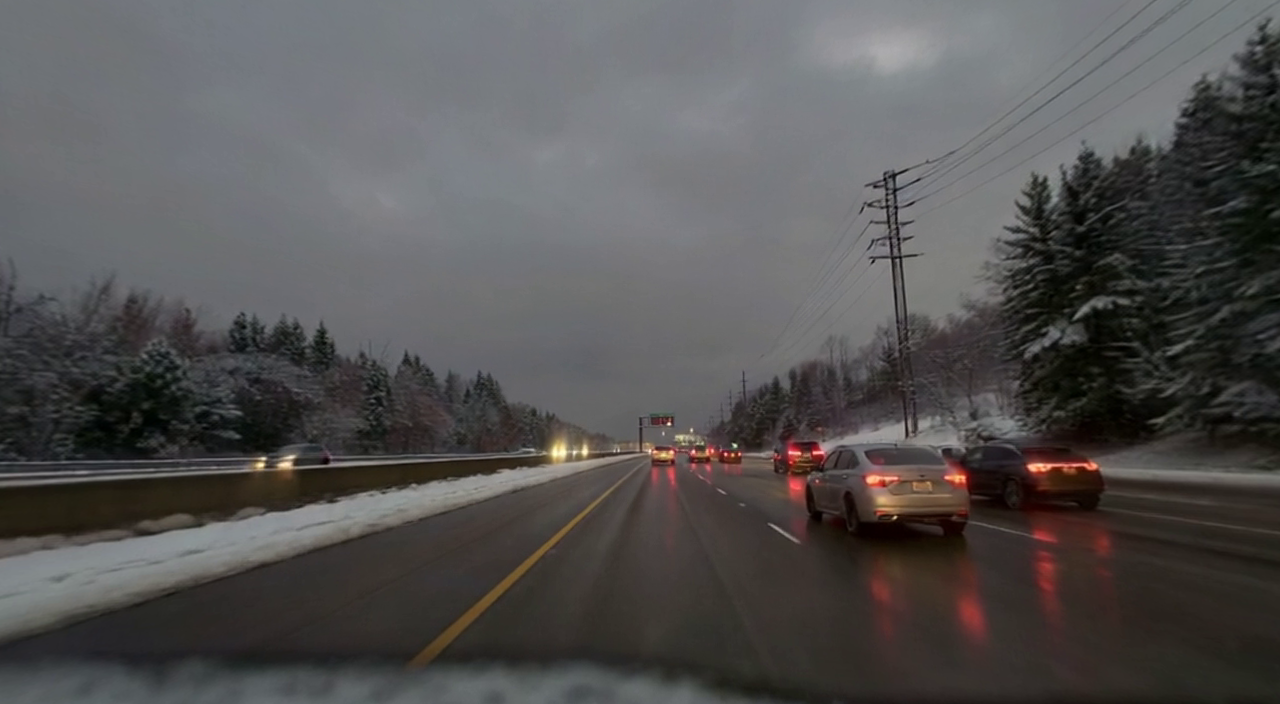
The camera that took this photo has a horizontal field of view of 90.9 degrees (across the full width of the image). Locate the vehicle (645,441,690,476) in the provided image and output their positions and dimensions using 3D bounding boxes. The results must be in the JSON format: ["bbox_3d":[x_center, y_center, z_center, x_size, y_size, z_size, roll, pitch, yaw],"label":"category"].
[{"bbox_3d":[1.333,5.136,30.574,2.042,1.581,3.769,0,-8,2],"label":"vehicle"}]

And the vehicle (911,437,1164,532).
[{"bbox_3d":[7.246,2.424,12.272,1.937,1.477,4.696,0,-8,1],"label":"vehicle"}]

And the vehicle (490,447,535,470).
[{"bbox_3d":[-8.383,7.005,41.752,1.892,1.385,4.029,-1,-8,3],"label":"vehicle"}]

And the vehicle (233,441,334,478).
[{"bbox_3d":[-16.930,5.123,30.288,2.022,1.618,4.617,0,-8,2],"label":"vehicle"}]

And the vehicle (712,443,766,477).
[{"bbox_3d":[4.502,4.975,29.276,1.936,1.465,4.060,0,-8,1],"label":"vehicle"}]

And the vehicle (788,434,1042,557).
[{"bbox_3d":[3.884,2.074,9.956,1.986,1.478,4.429,0,-8,0],"label":"vehicle"}]
